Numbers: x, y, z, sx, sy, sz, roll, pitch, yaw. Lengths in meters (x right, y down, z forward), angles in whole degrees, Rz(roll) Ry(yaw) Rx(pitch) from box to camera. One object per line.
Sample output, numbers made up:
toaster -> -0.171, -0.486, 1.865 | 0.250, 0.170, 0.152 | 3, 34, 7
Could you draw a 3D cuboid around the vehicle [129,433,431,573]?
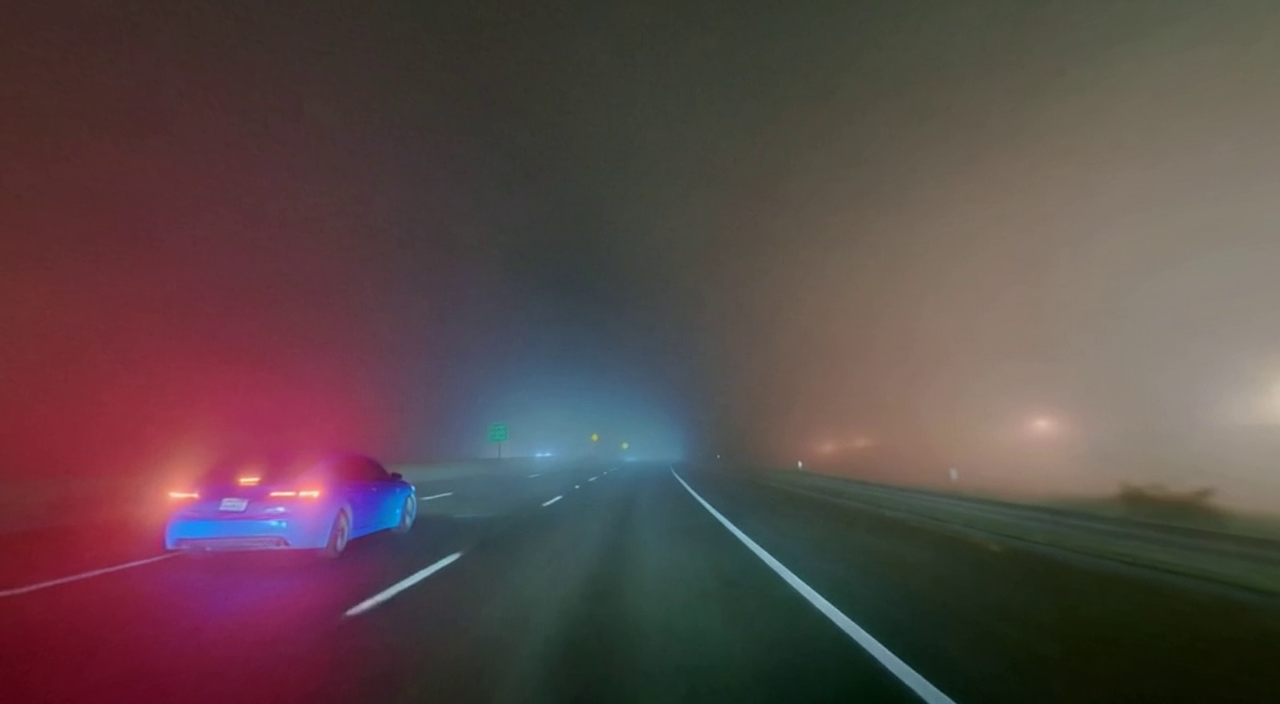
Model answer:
vehicle -> -4.548, 1.932, 8.784 | 1.928, 1.504, 3.745 | 0, -9, 1
